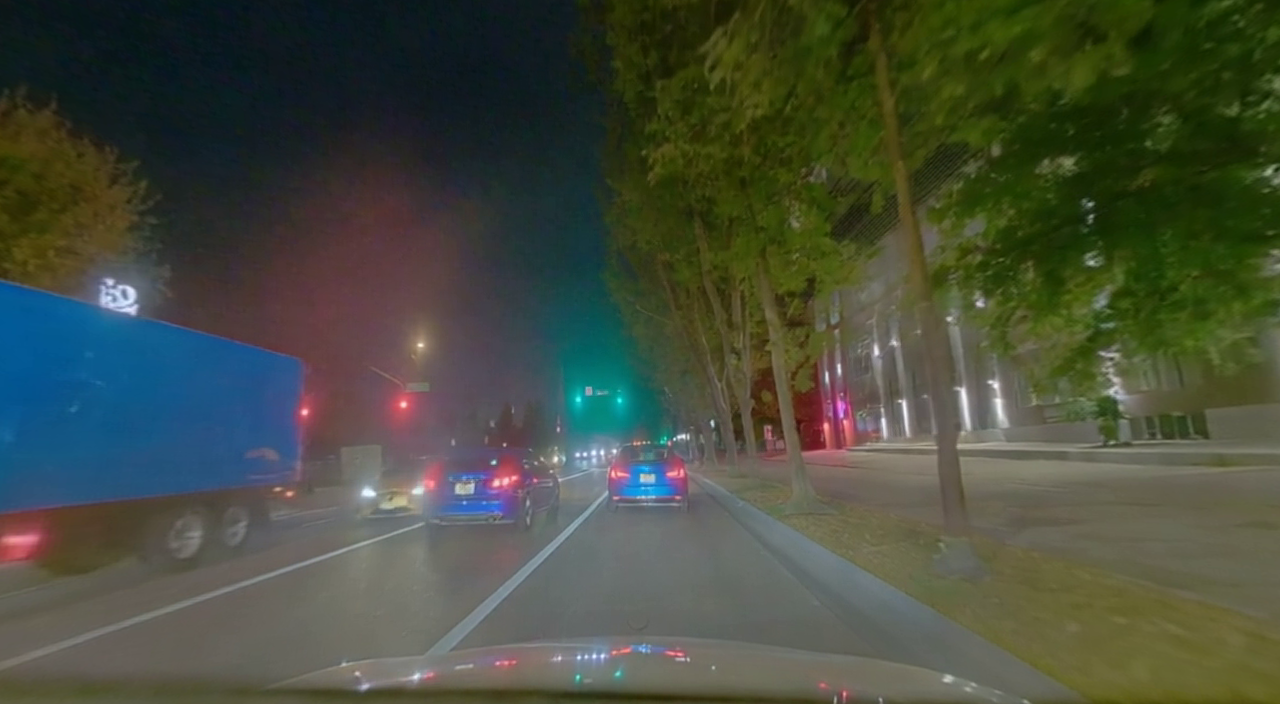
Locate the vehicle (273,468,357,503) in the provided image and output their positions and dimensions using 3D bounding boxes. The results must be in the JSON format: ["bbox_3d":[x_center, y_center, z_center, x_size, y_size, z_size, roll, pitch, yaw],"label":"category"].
[{"bbox_3d":[-17.110,6.954,33.095,4.584,1.504,2.124,-7,-10,38],"label":"vehicle"}]

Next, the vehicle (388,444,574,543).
[{"bbox_3d":[-2.624,2.468,11.821,2.099,1.424,4.843,-1,-8,2],"label":"vehicle"}]

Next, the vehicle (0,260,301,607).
[{"bbox_3d":[-8.802,0.965,7.401,2.986,3.933,11.600,0,-8,1],"label":"vehicle"}]

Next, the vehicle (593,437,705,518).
[{"bbox_3d":[0.177,2.618,13.755,2.094,1.478,3.922,0,-8,0],"label":"vehicle"}]
